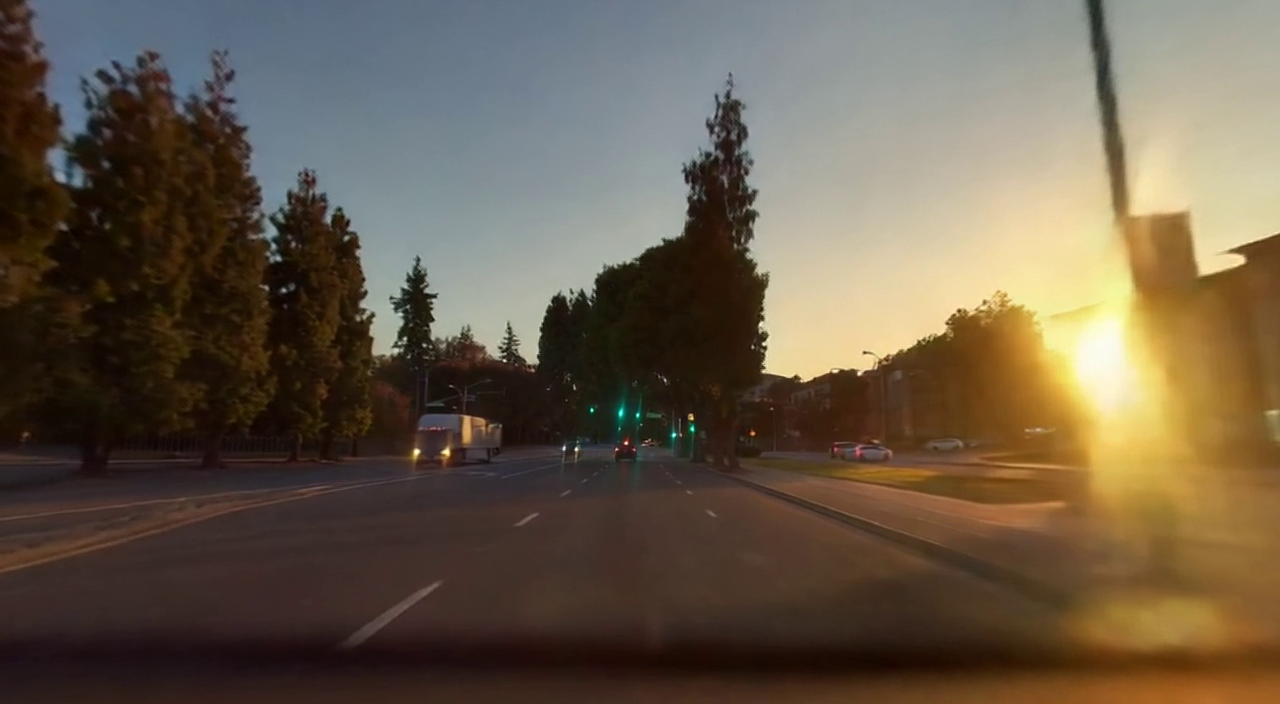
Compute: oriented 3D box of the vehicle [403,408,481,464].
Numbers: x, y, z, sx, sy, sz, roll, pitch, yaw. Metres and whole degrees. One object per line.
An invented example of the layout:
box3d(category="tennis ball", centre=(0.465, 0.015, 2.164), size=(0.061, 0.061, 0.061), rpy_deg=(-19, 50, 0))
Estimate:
box3d(category="vehicle", centre=(-15.372, 6.685, 49.934), size=(3.193, 3.952, 9.170), rpy_deg=(0, -8, 0))
